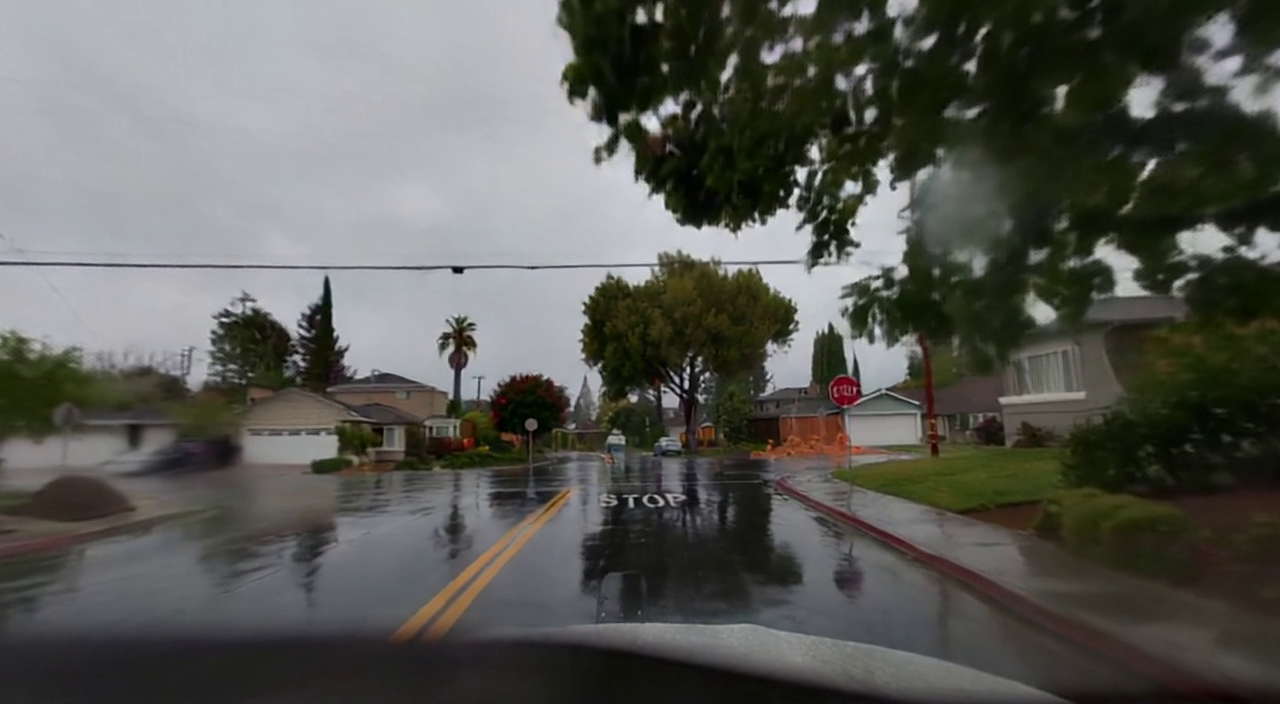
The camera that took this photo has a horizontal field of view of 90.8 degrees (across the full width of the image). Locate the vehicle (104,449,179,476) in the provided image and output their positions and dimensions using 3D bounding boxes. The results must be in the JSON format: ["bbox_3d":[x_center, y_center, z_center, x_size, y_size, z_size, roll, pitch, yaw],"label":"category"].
[{"bbox_3d":[-27.388,6.057,34.856,1.864,1.337,3.943,3,-9,-17],"label":"vehicle"}]
